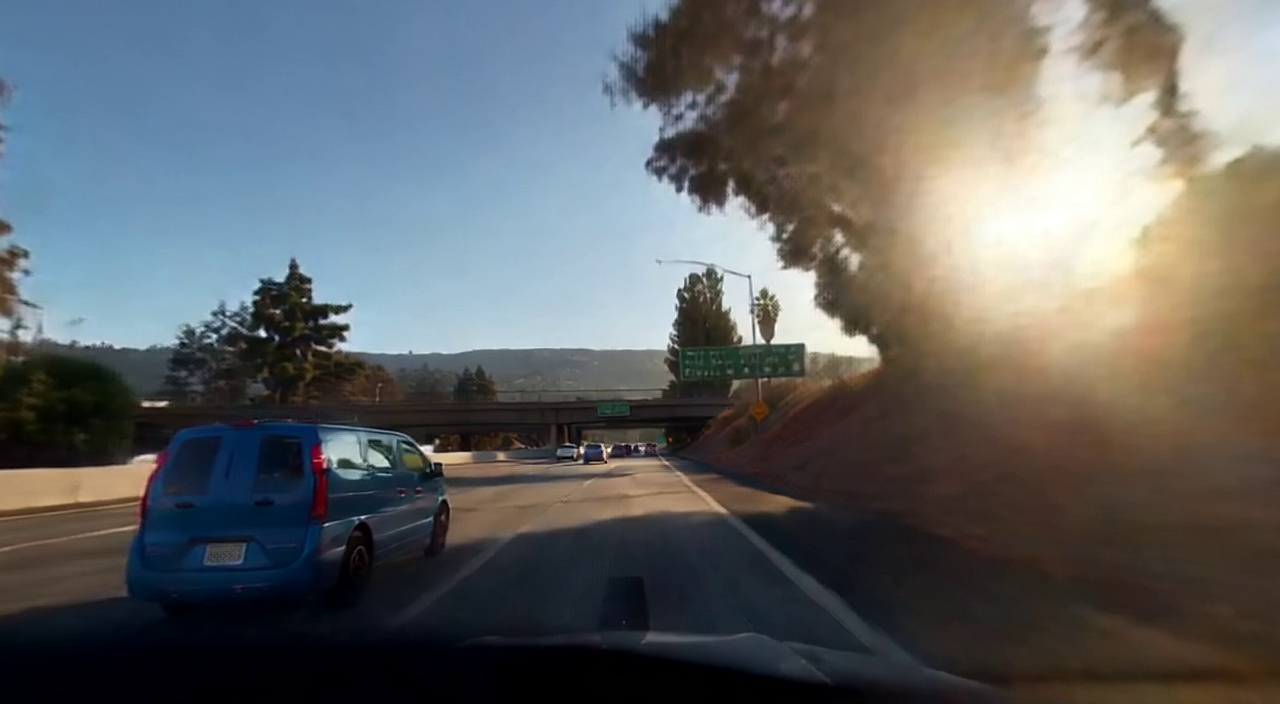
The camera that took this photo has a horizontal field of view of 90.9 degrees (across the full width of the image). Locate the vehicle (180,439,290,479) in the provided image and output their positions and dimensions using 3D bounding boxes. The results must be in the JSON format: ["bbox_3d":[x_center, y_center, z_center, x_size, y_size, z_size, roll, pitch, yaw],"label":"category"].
[{"bbox_3d":[-19.882,5.239,31.264,2.156,1.806,4.697,-1,-8,3],"label":"vehicle"}]

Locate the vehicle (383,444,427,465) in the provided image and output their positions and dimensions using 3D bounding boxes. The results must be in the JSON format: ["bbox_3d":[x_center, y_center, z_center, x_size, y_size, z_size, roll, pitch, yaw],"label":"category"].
[{"bbox_3d":[-16.019,6.994,43.139,1.530,1.404,3.459,0,-8,2],"label":"vehicle"}]

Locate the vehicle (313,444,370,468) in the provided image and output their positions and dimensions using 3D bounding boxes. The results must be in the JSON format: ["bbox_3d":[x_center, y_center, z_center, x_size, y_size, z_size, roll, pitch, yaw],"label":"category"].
[{"bbox_3d":[-20.064,6.982,42.515,1.890,1.538,3.644,-1,-8,3],"label":"vehicle"}]
